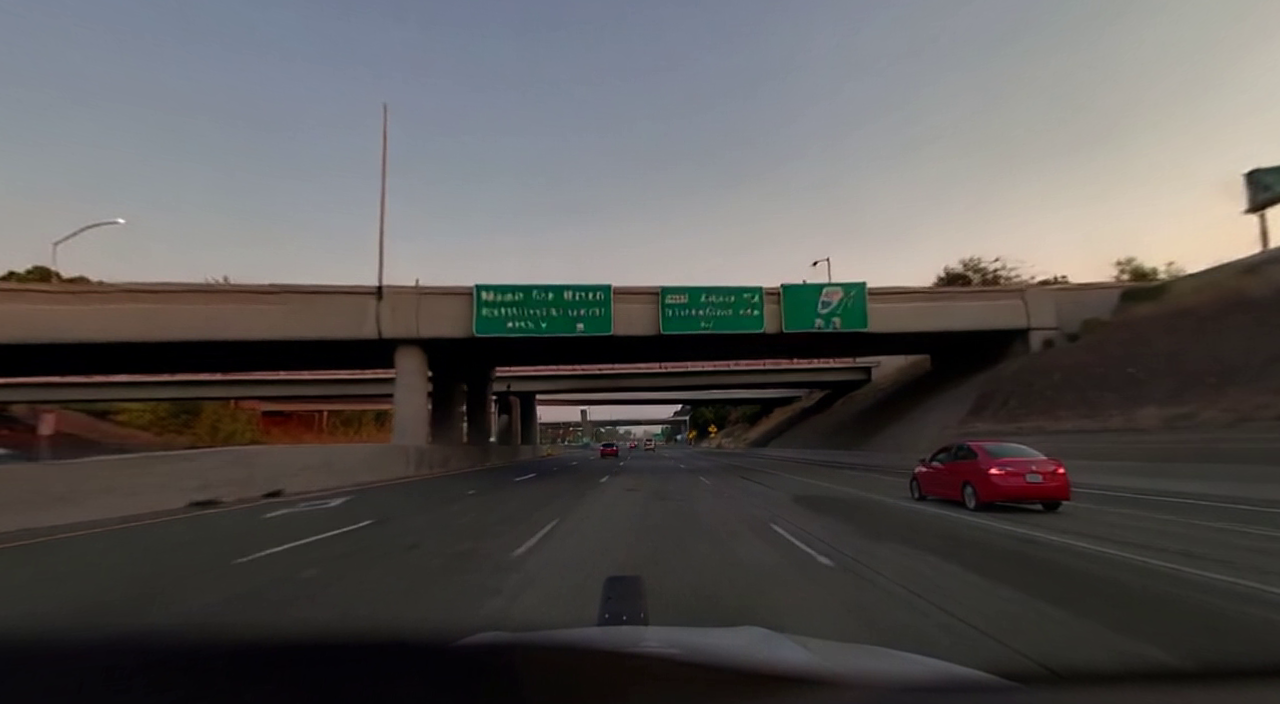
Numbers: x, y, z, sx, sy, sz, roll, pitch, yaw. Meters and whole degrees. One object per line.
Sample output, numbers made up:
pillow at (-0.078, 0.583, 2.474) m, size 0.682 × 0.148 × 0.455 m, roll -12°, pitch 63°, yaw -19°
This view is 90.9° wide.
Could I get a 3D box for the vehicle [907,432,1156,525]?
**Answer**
vehicle at (7.208, 2.353, 12.353) m, size 1.914 × 1.465 × 4.574 m, roll 0°, pitch -8°, yaw 0°
